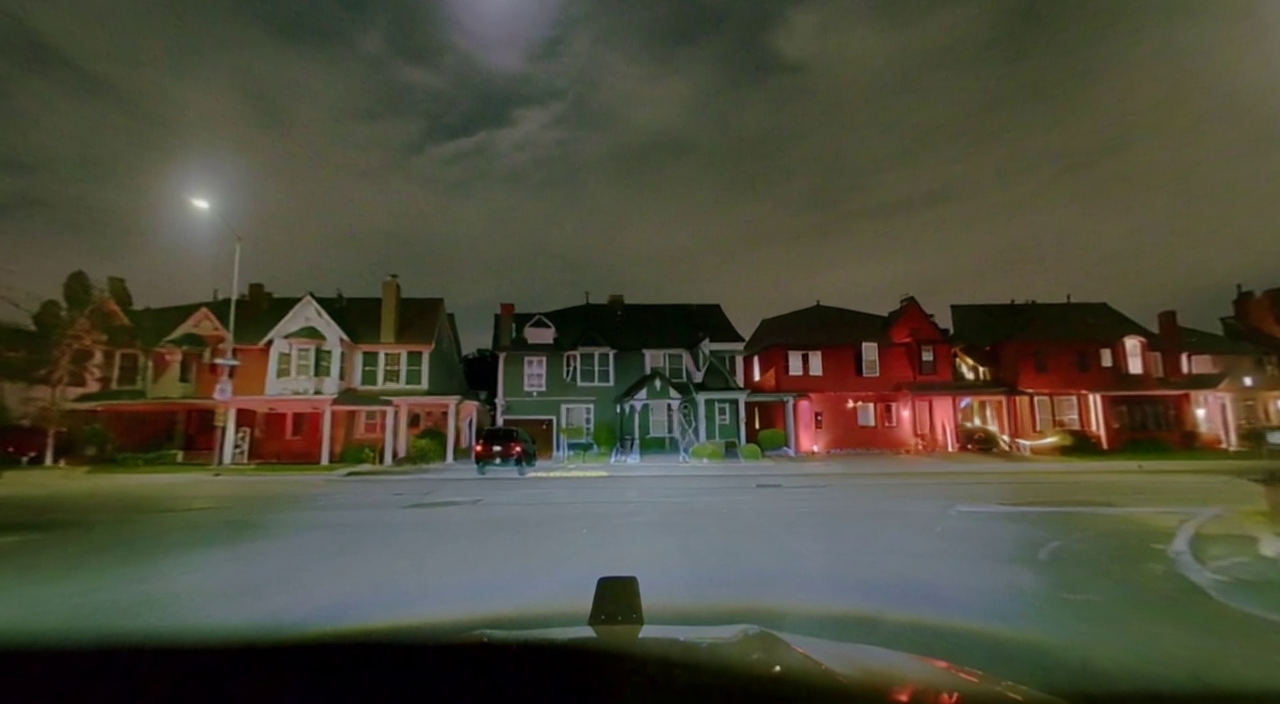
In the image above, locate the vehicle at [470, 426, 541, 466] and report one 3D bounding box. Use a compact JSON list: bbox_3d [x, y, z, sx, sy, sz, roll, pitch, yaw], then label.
[{"bbox_3d":[-5.419,3.876,26.006,1.968,1.491,4.486,0,-8,0],"label":"vehicle"}]
